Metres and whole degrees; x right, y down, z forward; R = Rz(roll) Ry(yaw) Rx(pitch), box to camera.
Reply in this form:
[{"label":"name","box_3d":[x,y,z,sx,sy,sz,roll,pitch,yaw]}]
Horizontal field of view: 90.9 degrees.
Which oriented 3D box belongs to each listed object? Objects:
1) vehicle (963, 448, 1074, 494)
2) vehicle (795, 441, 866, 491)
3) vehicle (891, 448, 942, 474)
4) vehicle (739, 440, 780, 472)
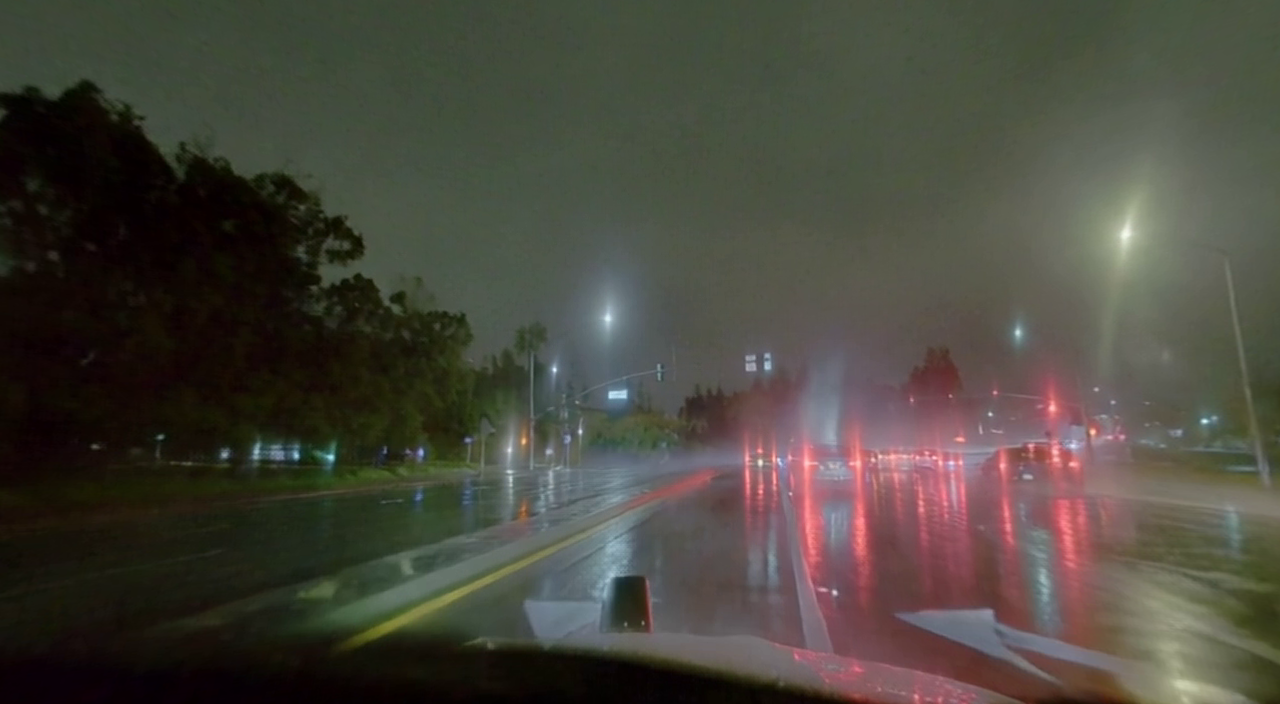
[{"label":"vehicle","box_3d":[13.026,4.074,22.036,1.884,1.422,4.262,-2,-9,11]},{"label":"vehicle","box_3d":[6.741,4.038,22.744,2.078,1.578,4.107,-2,-9,12]},{"label":"vehicle","box_3d":[16.911,6.633,38.729,1.901,1.484,4.093,-2,-9,11]},{"label":"vehicle","box_3d":[7.260,6.293,38.270,2.245,1.800,4.522,-2,-9,11]}]
